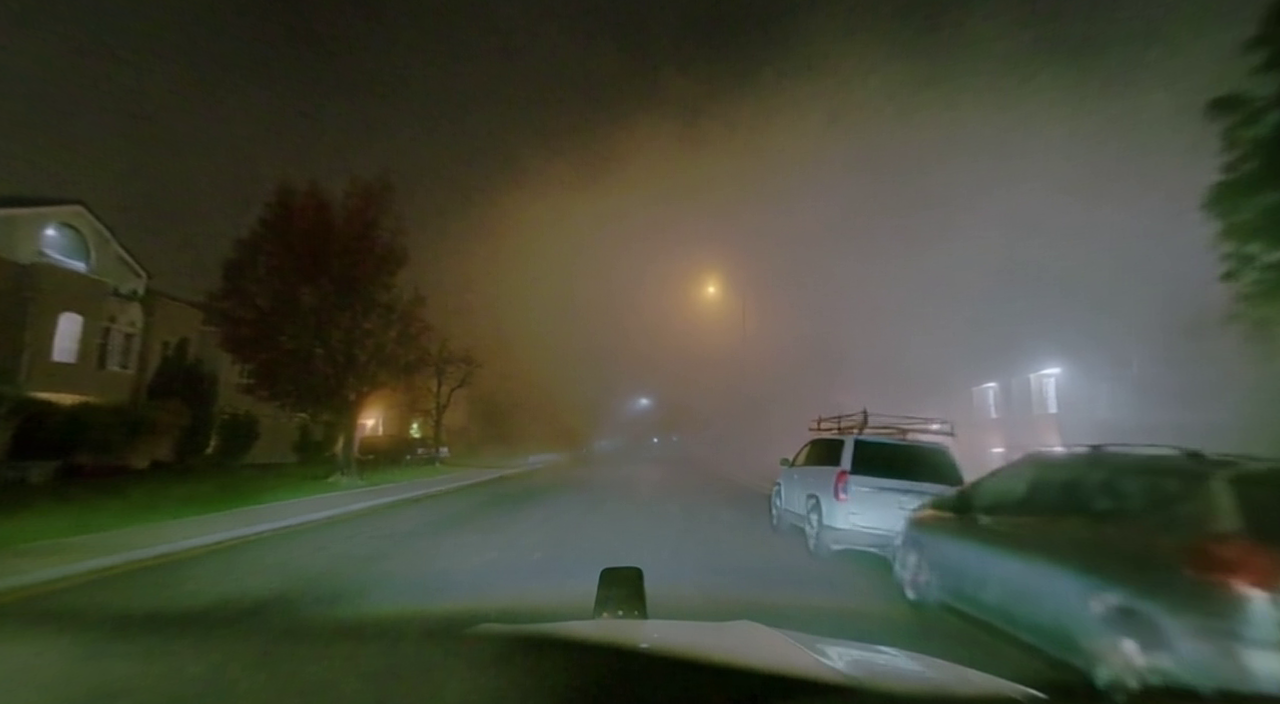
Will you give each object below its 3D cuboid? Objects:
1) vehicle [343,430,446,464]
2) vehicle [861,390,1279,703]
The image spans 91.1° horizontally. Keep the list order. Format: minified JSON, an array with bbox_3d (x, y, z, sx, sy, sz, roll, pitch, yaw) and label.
[{"bbox_3d":[-13.884,5.428,35.795,4.928,1.844,2.163,0,-9,-3],"label":"vehicle"},{"bbox_3d":[3.077,1.207,3.802,1.976,1.552,4.442,1,-9,2],"label":"vehicle"}]
